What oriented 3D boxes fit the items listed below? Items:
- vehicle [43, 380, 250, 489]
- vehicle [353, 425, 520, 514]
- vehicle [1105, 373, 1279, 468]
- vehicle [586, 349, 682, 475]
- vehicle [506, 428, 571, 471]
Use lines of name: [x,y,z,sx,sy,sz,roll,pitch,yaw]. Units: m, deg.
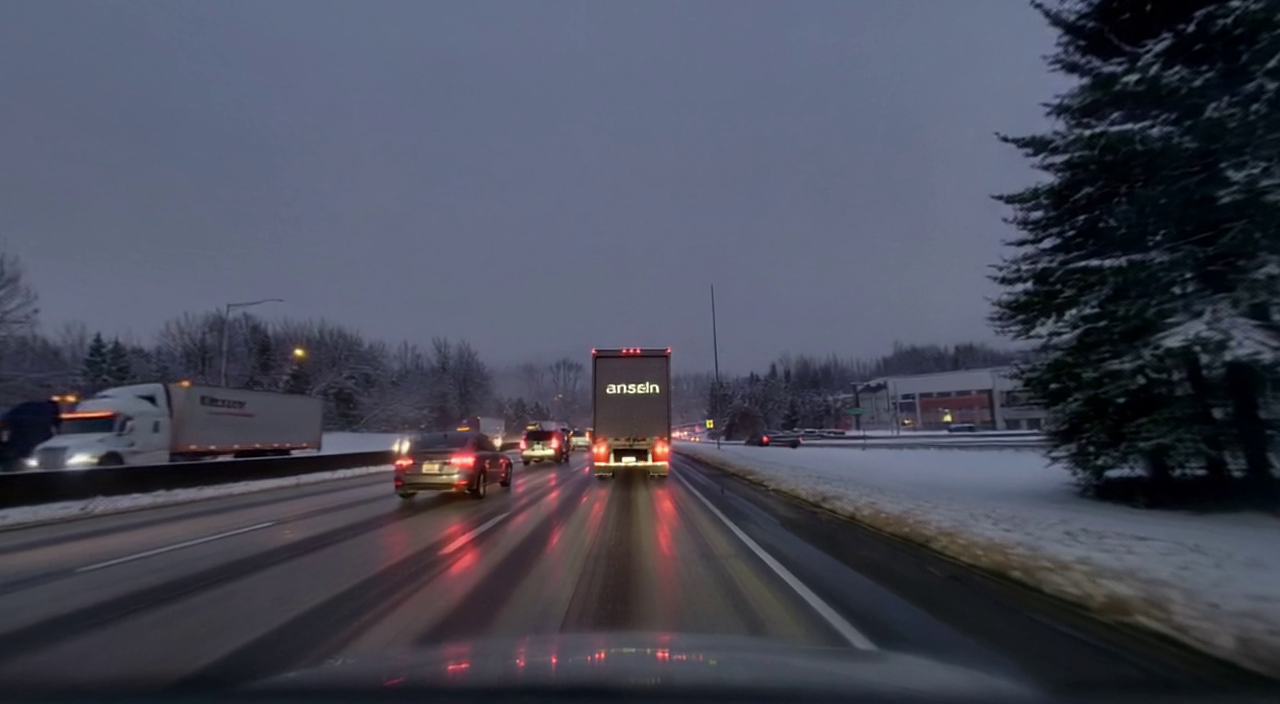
vehicle: [-19.139,3.256,25.027,3.004,3.780,6.115,-1,-7,2]
vehicle: [-3.888,2.298,12.933,1.964,1.507,4.361,0,-8,0]
vehicle: [18.836,2.349,20.980,2.432,2.753,5.388,0,-8,0]
vehicle: [-0.316,2.708,26.450,3.171,4.204,11.036,0,-8,-1]
vehicle: [-4.003,3.908,25.435,1.946,1.599,4.073,0,-8,0]
